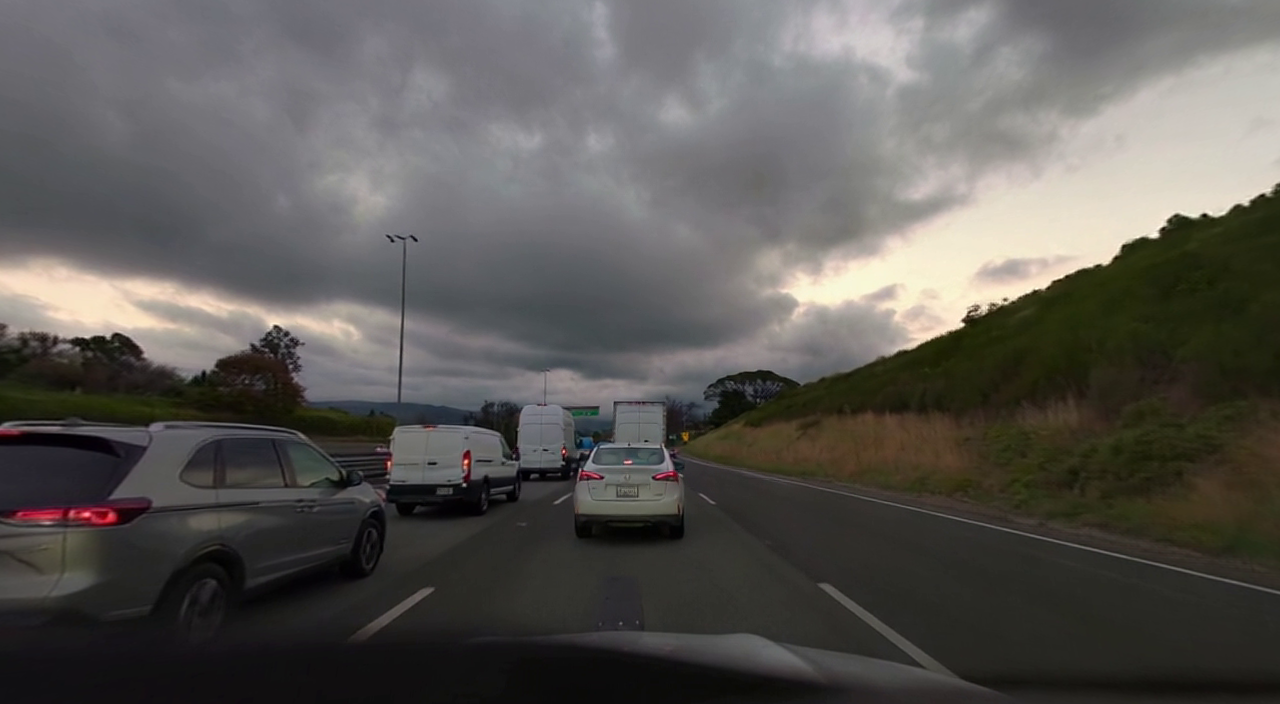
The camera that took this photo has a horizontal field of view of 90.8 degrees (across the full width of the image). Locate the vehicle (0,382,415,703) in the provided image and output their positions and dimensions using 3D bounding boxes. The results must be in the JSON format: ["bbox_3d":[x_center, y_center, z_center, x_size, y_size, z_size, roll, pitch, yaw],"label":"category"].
[{"bbox_3d":[-3.670,1.311,5.131,2.029,1.656,4.437,0,-9,0],"label":"vehicle"}]

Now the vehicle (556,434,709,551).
[{"bbox_3d":[-0.104,2.116,10.045,1.995,1.495,3.380,0,-9,0],"label":"vehicle"}]

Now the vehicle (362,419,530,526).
[{"bbox_3d":[-3.924,2.549,13.790,2.055,1.913,4.584,-1,-9,2],"label":"vehicle"}]
